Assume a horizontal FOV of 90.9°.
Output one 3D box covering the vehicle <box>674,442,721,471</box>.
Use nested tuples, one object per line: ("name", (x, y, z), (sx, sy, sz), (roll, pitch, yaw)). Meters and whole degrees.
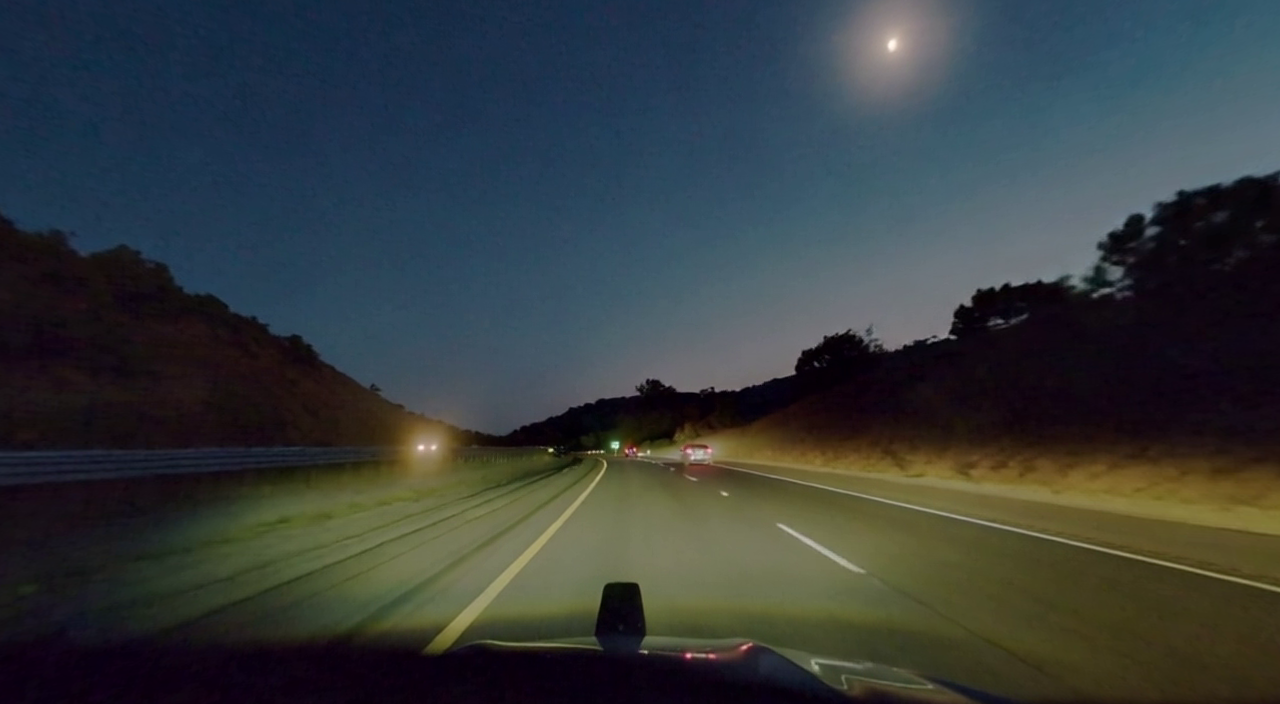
("vehicle", (3.167, 5.890, 35.694), (1.960, 1.516, 4.657), (0, -8, -3))
